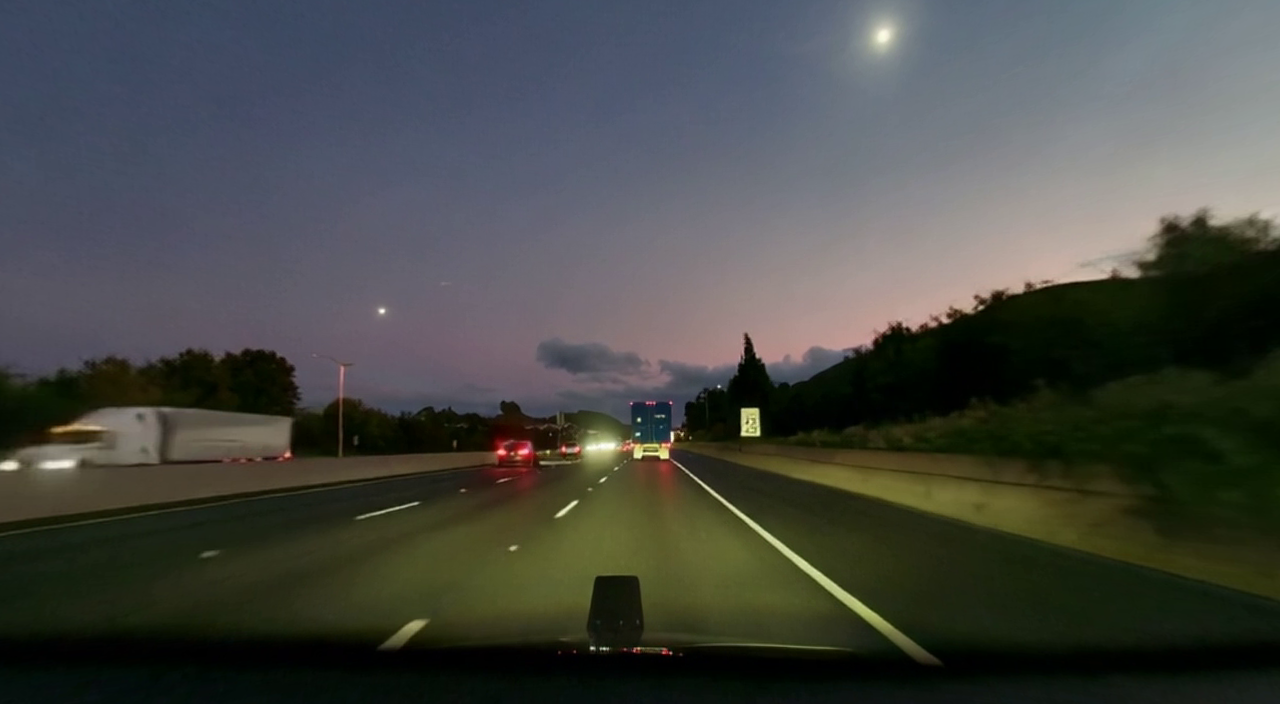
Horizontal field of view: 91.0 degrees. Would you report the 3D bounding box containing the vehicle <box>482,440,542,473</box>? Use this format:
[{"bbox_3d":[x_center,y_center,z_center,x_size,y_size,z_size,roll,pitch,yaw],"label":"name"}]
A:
[{"bbox_3d":[-6.392,5.277,31.992,2.017,1.517,4.766,0,-8,1],"label":"vehicle"}]

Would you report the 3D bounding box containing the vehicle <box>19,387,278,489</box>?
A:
[{"bbox_3d":[-20.330,3.784,27.399,3.005,3.574,10.095,0,-8,0],"label":"vehicle"}]
